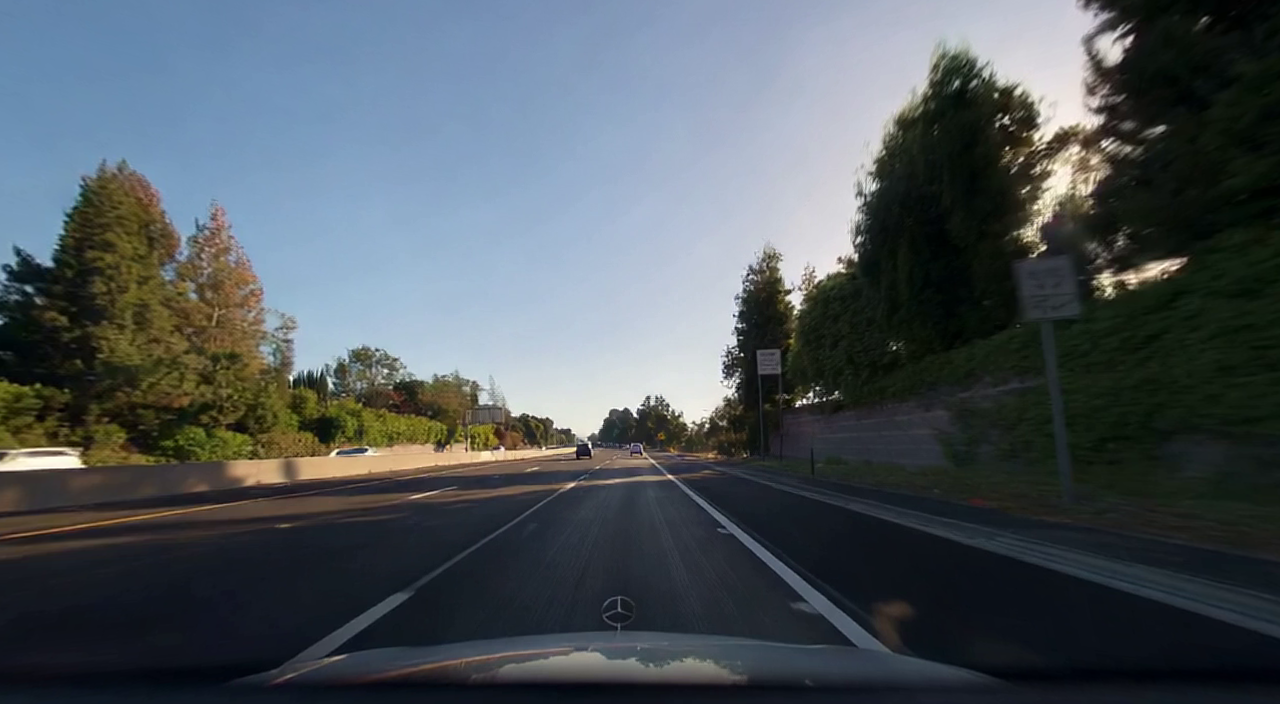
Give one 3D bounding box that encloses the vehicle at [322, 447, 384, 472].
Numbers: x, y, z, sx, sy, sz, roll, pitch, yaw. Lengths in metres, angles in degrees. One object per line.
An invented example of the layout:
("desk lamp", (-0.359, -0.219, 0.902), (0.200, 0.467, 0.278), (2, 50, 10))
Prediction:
("vehicle", (-18.270, 6.853, 40.466), (1.892, 1.430, 4.575), (0, -8, -1))
